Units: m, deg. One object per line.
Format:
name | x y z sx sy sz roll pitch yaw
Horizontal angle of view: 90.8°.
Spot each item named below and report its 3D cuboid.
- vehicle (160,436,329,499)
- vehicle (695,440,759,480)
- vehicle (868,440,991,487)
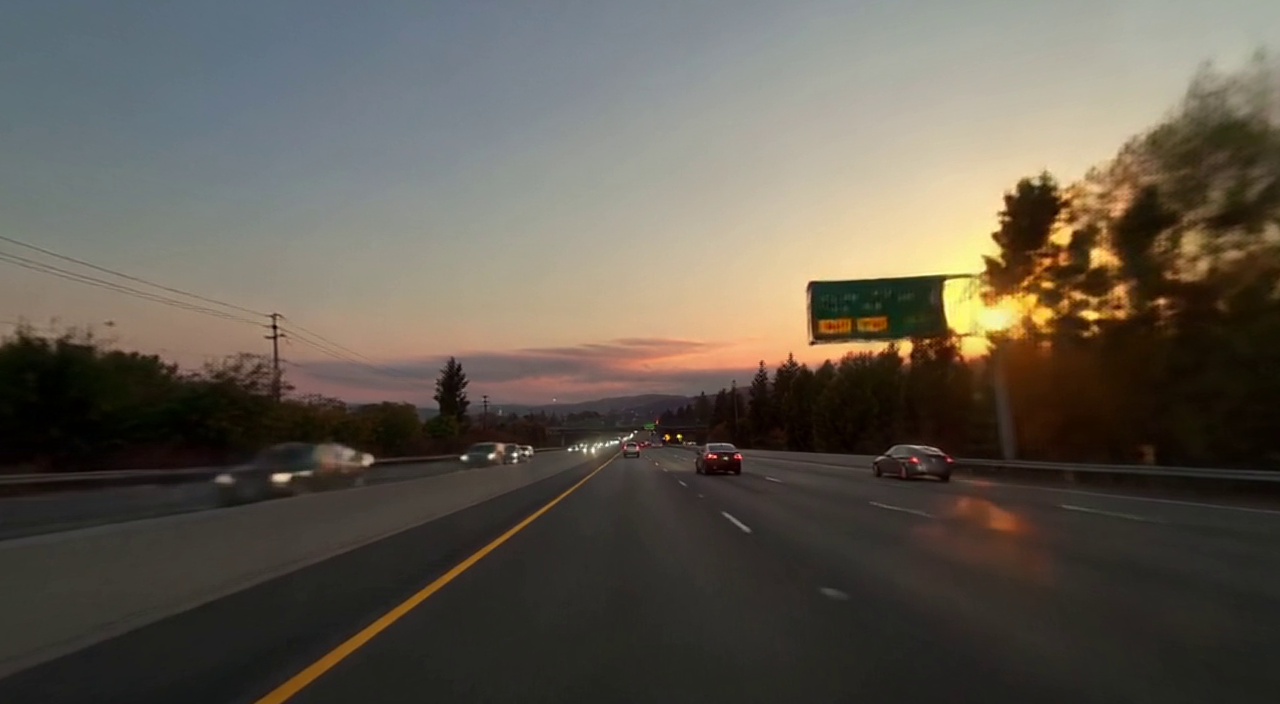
vehicle | -11.308 3.322 18.560 2.001 1.604 4.568 0 -9 0
vehicle | 3.660 4.648 27.396 2.018 1.600 4.121 0 -9 -2
vehicle | 10.321 4.010 23.073 1.987 1.502 5.130 0 -9 -1
